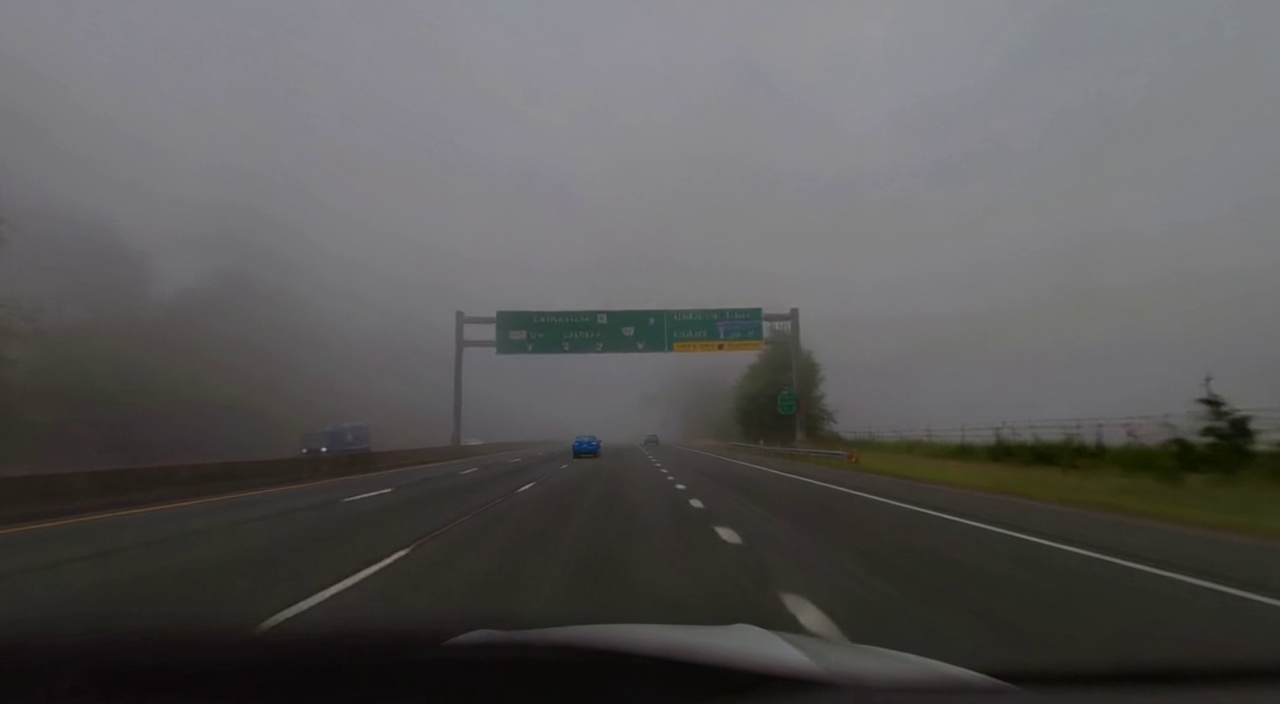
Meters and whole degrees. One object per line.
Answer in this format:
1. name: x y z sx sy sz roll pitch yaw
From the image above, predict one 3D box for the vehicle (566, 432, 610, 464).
1. vehicle: -2.547 4.783 31.686 2.000 1.491 3.913 0 -8 -1
